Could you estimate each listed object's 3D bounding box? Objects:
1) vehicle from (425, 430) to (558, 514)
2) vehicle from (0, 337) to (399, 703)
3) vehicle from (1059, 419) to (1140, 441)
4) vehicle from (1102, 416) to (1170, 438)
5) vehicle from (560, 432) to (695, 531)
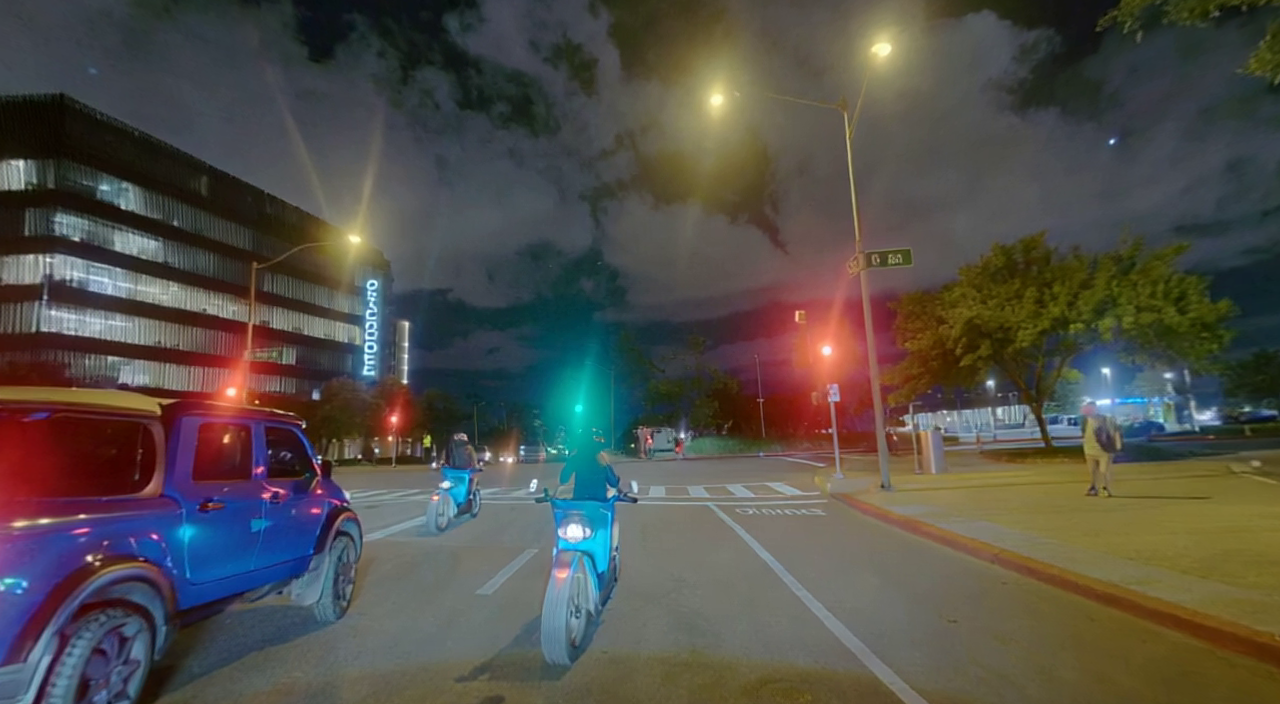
[{"bbox_3d":[-3.172,2.650,14.354,1.935,1.615,4.073,-1,-8,2],"label":"vehicle"},{"bbox_3d":[-3.611,1.131,4.443,2.000,1.809,4.405,0,-8,1],"label":"vehicle"},{"bbox_3d":[30.758,5.265,42.067,1.751,1.420,4.027,8,-12,-43],"label":"vehicle"},{"bbox_3d":[36.771,5.595,46.559,1.625,1.449,3.557,6,-11,-38],"label":"vehicle"},{"bbox_3d":[-0.164,2.252,11.532,2.025,1.458,4.085,0,-8,1],"label":"vehicle"}]
